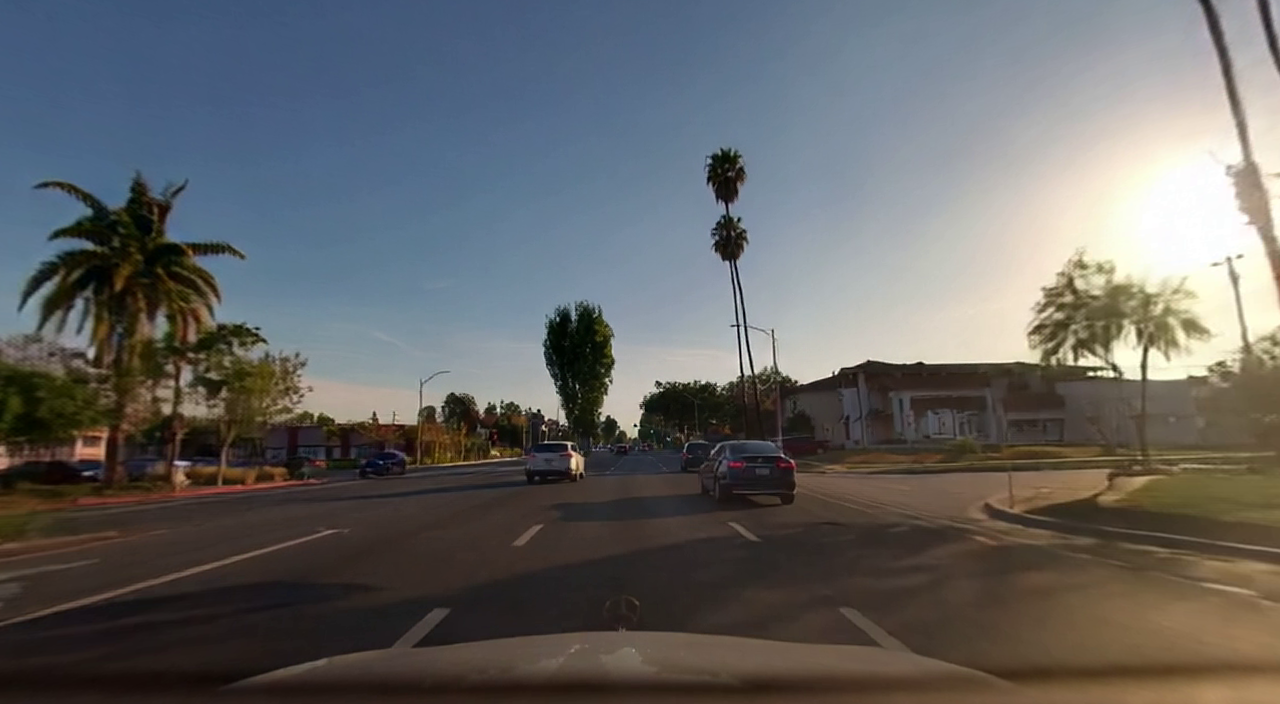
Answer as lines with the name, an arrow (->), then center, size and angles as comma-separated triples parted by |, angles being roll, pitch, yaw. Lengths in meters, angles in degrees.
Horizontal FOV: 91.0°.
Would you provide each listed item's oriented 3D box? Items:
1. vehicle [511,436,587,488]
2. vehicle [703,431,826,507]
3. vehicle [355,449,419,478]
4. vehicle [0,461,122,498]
vehicle -> -3.210, 4.013, 23.299 | 2.084, 1.735, 4.528 | 0, -8, 1
vehicle -> 3.019, 2.947, 16.253 | 2.084, 1.682, 4.148 | 1, -9, -3
vehicle -> -18.182, 8.014, 45.543 | 2.221, 1.921, 5.743 | 0, -9, 1
vehicle -> -28.920, 6.295, 31.209 | 4.586, 1.513, 1.973 | -2, -9, -3
